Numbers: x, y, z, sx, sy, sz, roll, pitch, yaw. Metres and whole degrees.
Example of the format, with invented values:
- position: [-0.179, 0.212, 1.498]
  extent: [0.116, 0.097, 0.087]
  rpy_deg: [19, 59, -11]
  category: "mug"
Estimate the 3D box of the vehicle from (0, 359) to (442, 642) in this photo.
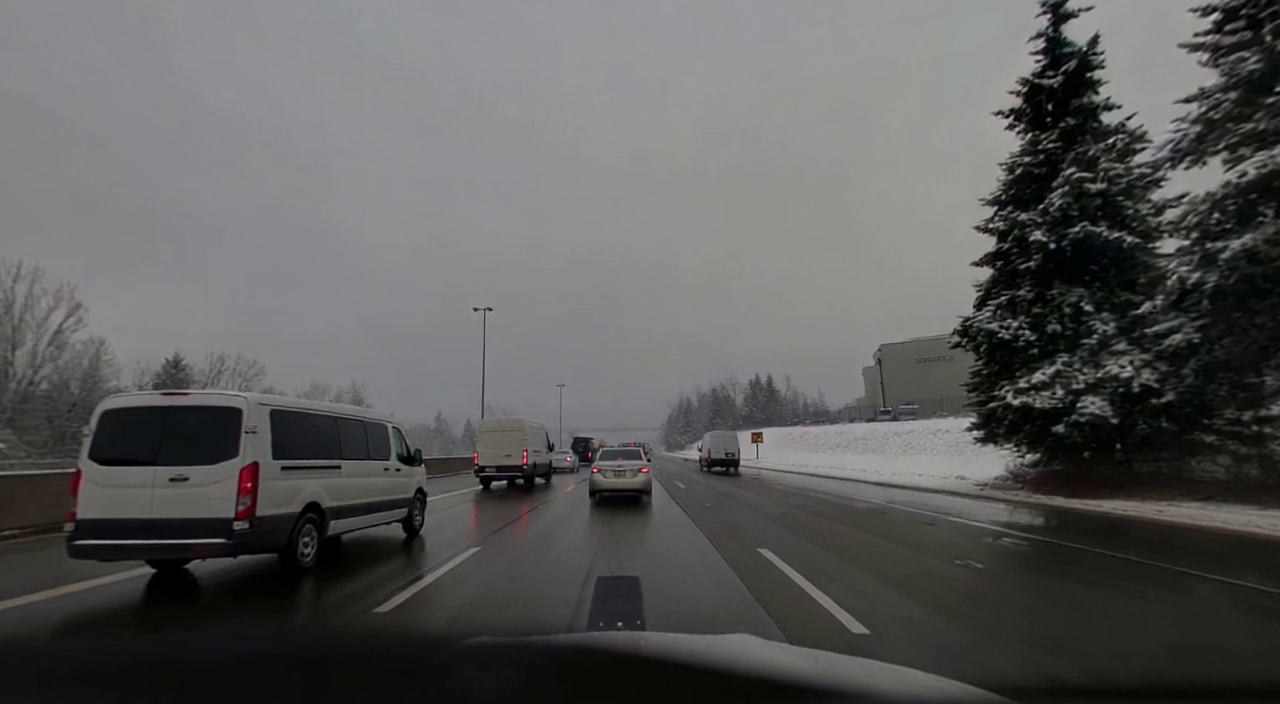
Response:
- position: [-4.053, 1.358, 6.706]
  extent: [2.253, 1.892, 4.823]
  rpy_deg: [0, -9, 1]
  category: "vehicle"

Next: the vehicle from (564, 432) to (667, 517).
- position: [-0.492, 2.774, 14.690]
  extent: [2.093, 1.695, 3.782]
  rpy_deg: [0, -9, 0]
  category: "vehicle"

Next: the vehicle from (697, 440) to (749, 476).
- position: [4.232, 5.487, 32.754]
  extent: [2.003, 1.754, 4.134]
  rpy_deg: [0, -9, -2]
  category: "vehicle"

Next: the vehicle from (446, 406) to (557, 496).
- position: [-4.528, 3.444, 21.992]
  extent: [2.248, 2.626, 6.837]
  rpy_deg: [0, -9, 0]
  category: "vehicle"
